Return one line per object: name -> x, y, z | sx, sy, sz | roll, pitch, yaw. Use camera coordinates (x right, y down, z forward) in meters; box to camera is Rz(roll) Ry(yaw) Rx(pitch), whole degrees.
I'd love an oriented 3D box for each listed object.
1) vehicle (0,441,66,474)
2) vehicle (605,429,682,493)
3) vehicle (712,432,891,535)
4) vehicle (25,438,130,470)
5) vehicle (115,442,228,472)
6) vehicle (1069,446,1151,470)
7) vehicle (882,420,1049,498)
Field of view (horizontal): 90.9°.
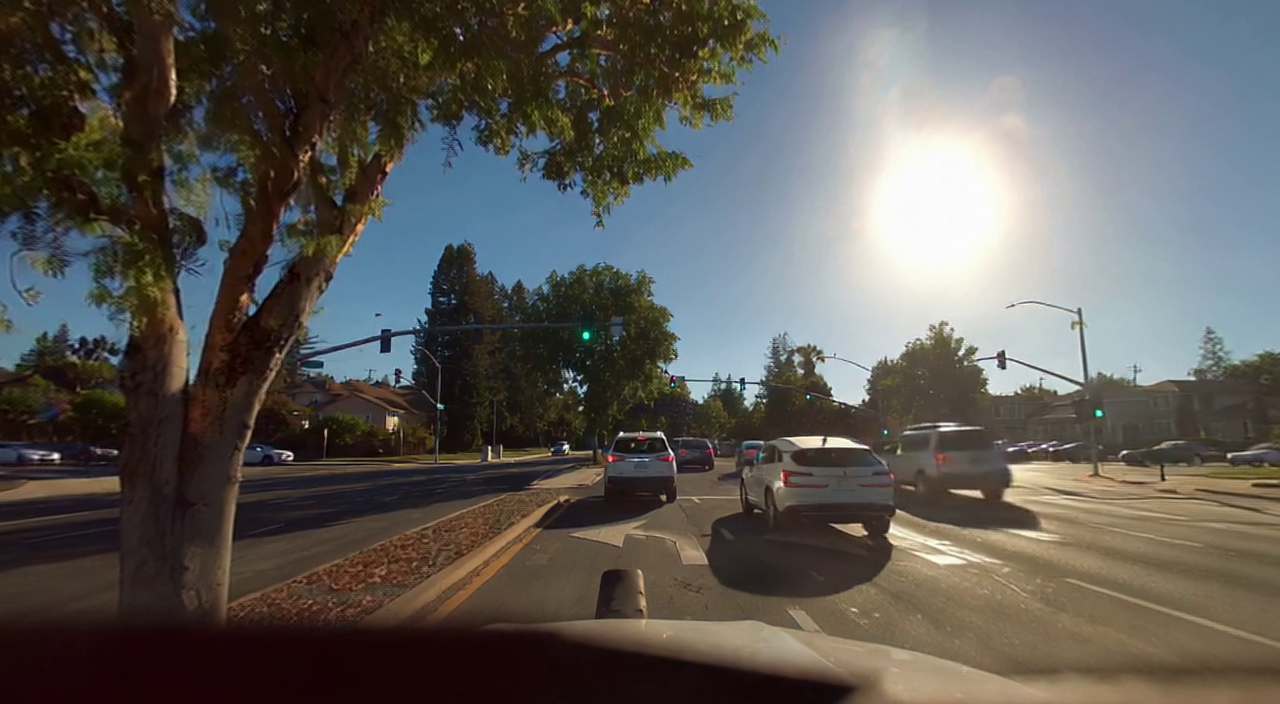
vehicle -> -35.037, 5.808, 34.871 | 4.465, 1.693, 1.959 | 2, -9, -1
vehicle -> 0.024, 3.239, 19.087 | 2.099, 1.705, 4.020 | 0, -8, -2
vehicle -> 2.598, 2.241, 11.407 | 2.009, 1.480, 4.423 | 0, -8, -1
vehicle -> -36.882, 6.668, 41.432 | 4.771, 1.778, 2.032 | 3, -8, -3
vehicle -> -26.346, 5.921, 35.564 | 4.724, 1.630, 1.968 | 0, -8, -3
vehicle -> 33.067, 7.427, 44.419 | 4.215, 1.618, 1.949 | 0, -8, -2
vehicle -> 9.348, 3.124, 18.790 | 2.207, 1.990, 5.173 | 0, -8, 0
